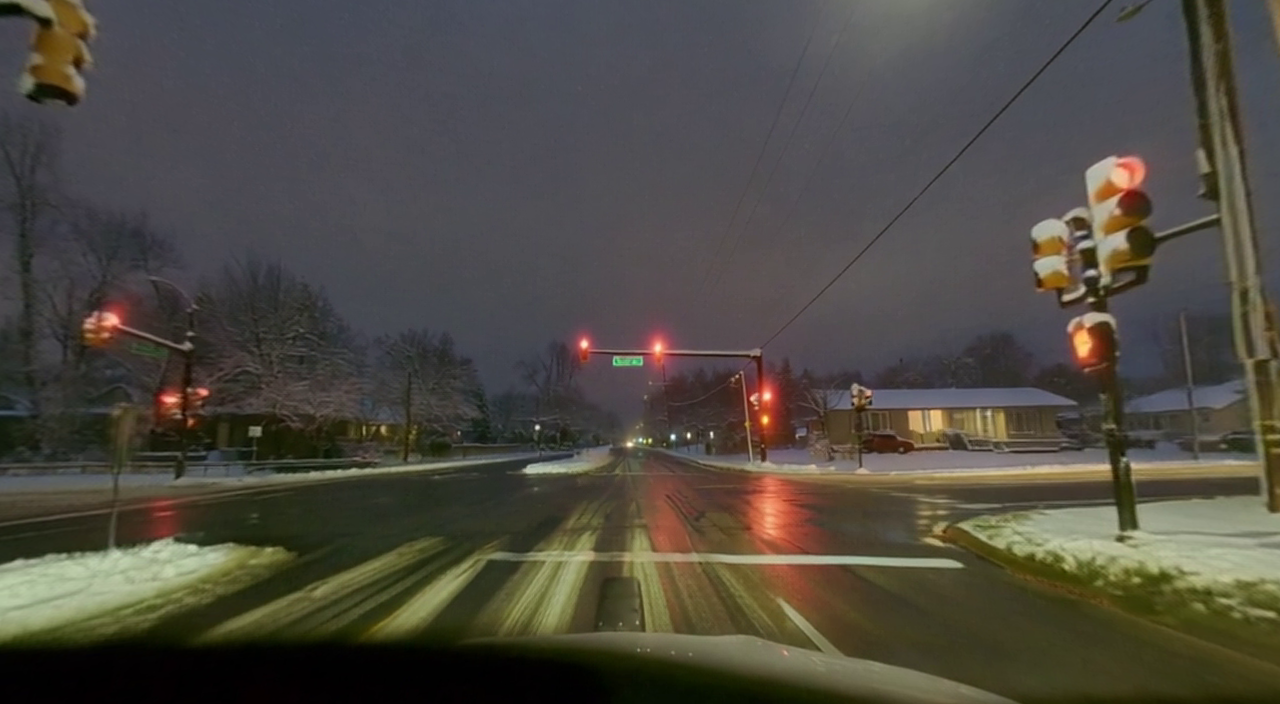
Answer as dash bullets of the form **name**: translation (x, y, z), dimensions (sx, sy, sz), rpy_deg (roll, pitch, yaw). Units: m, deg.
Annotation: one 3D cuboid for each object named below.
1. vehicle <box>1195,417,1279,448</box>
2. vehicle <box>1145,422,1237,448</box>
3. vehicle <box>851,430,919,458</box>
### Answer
- **vehicle**: translation (37.115, 4.955, 38.693), dimensions (1.916, 1.619, 4.524), rpy_deg (-4, -9, -3)
- **vehicle**: translation (34.118, 5.189, 39.283), dimensions (1.832, 1.521, 4.266), rpy_deg (0, -9, 0)
- **vehicle**: translation (14.977, 5.697, 38.911), dimensions (1.959, 1.471, 4.570), rpy_deg (-4, -8, -4)
